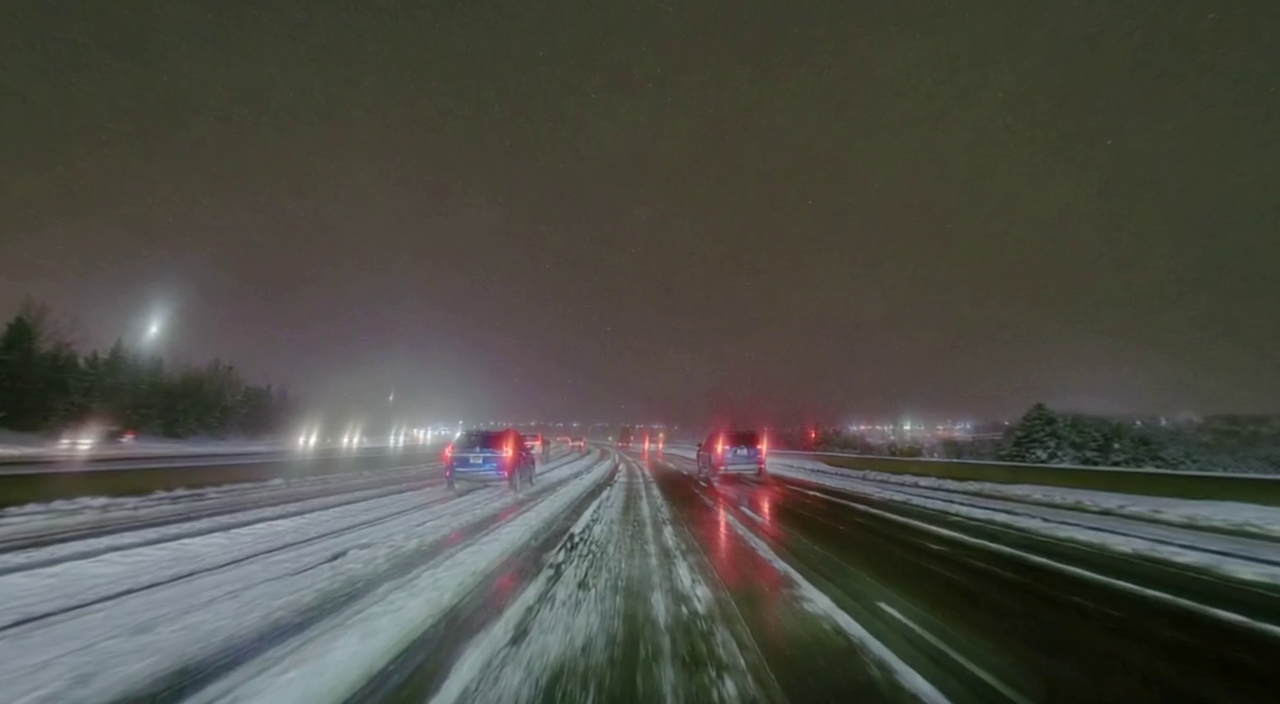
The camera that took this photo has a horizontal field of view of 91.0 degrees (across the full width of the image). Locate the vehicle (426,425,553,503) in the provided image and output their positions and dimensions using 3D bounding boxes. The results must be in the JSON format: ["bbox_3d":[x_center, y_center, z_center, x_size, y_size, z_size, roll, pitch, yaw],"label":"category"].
[{"bbox_3d":[-3.735,2.881,16.605,2.214,1.743,4.465,0,-9,0],"label":"vehicle"}]

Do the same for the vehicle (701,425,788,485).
[{"bbox_3d":[3.497,3.592,22.162,2.153,1.860,4.689,0,-9,-1],"label":"vehicle"}]
